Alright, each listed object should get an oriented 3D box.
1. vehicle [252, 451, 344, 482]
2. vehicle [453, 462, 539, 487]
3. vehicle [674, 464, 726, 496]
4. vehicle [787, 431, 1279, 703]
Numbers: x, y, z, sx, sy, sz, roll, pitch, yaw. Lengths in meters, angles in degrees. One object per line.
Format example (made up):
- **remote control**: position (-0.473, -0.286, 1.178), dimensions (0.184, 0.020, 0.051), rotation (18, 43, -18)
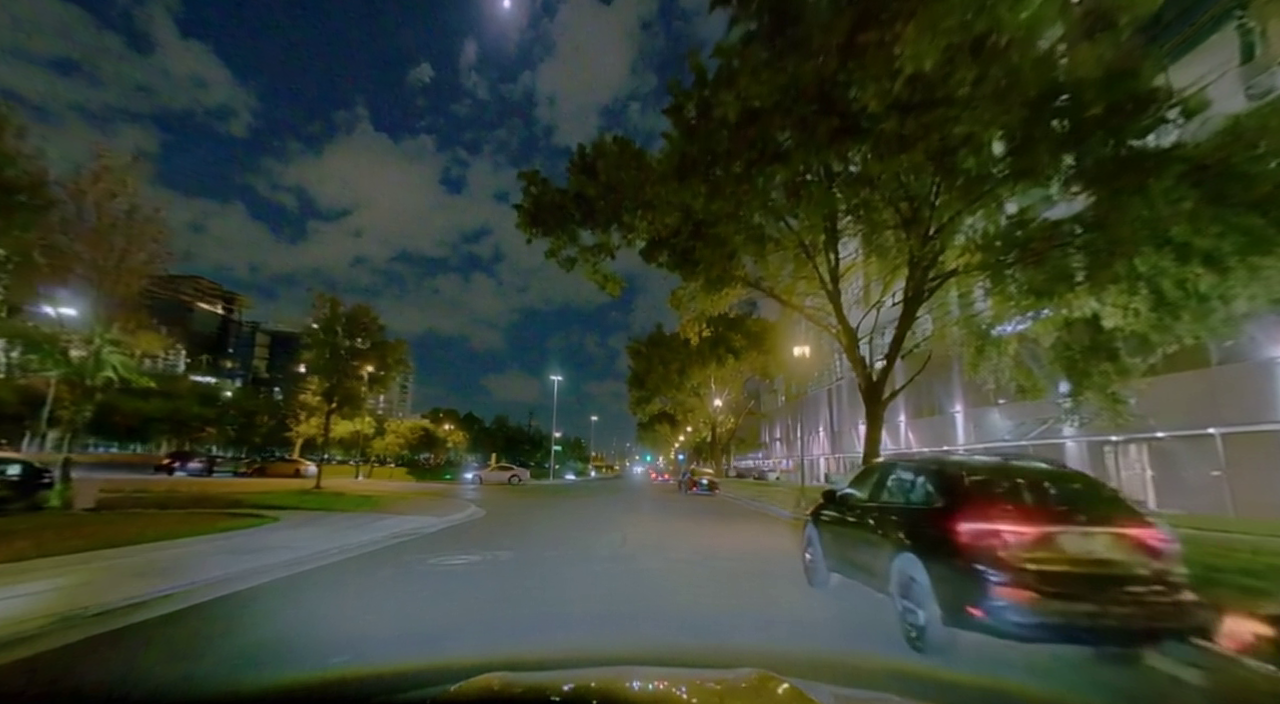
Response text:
- **vehicle**: position (-19.759, 6.663, 36.549), dimensions (4.118, 1.482, 1.889), rotation (2, -12, 2)
- **vehicle**: position (-8.904, 7.604, 39.106), dimensions (4.770, 1.448, 1.983), rotation (9, -13, -38)
- **vehicle**: position (2.872, 6.280, 31.119), dimensions (2.073, 1.434, 3.899), rotation (1, -11, -2)
- **vehicle**: position (2.834, 1.689, 5.721), dimensions (1.962, 1.627, 4.371), rotation (2, -10, 0)
